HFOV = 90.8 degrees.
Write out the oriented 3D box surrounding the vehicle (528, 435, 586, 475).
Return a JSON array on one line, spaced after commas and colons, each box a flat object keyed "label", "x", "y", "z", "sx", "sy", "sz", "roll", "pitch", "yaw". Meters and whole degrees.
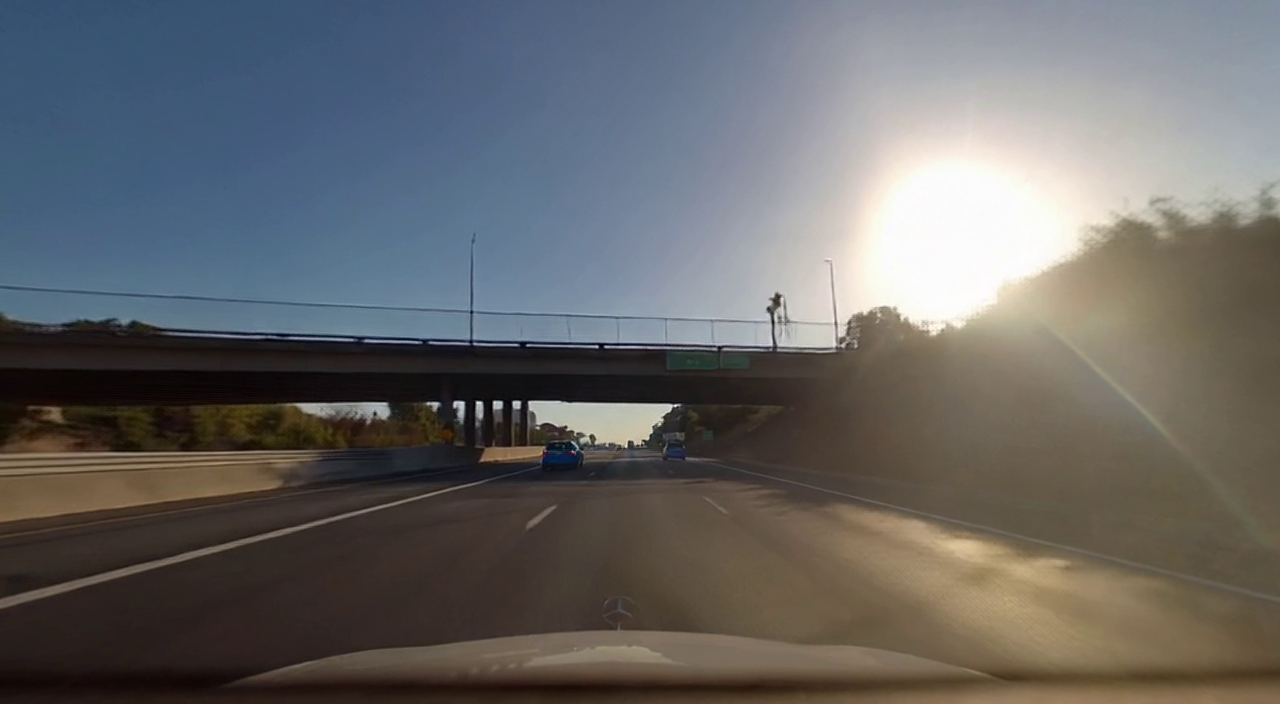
[{"label": "vehicle", "x": -3.963, "y": 5.027, "z": 31.103, "sx": 2.205, "sy": 1.773, "sz": 5.124, "roll": 0, "pitch": -9, "yaw": 0}]
